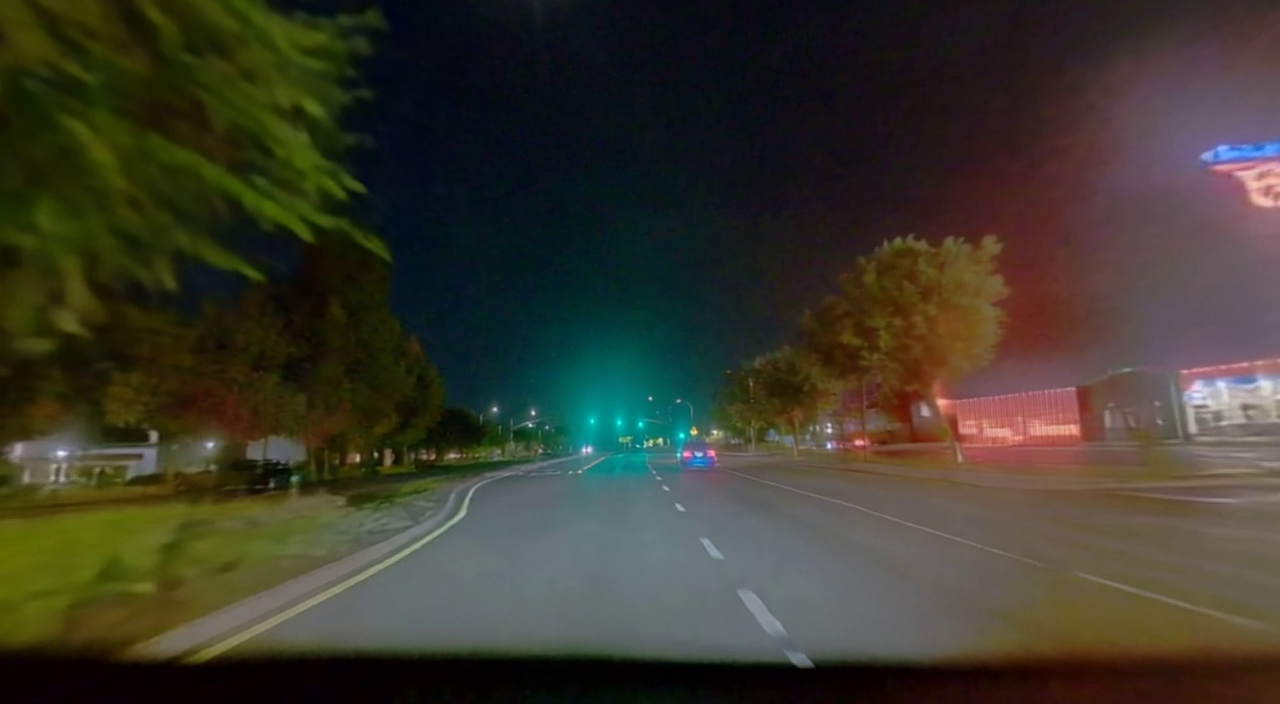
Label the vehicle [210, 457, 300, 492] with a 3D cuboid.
[{"bbox_3d":[-19.846,6.314,32.822,1.949,1.610,4.279,0,-8,0],"label":"vehicle"}]

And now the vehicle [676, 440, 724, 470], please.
[{"bbox_3d":[2.971,5.225,32.177,1.929,1.411,4.284,0,-8,-1],"label":"vehicle"}]
